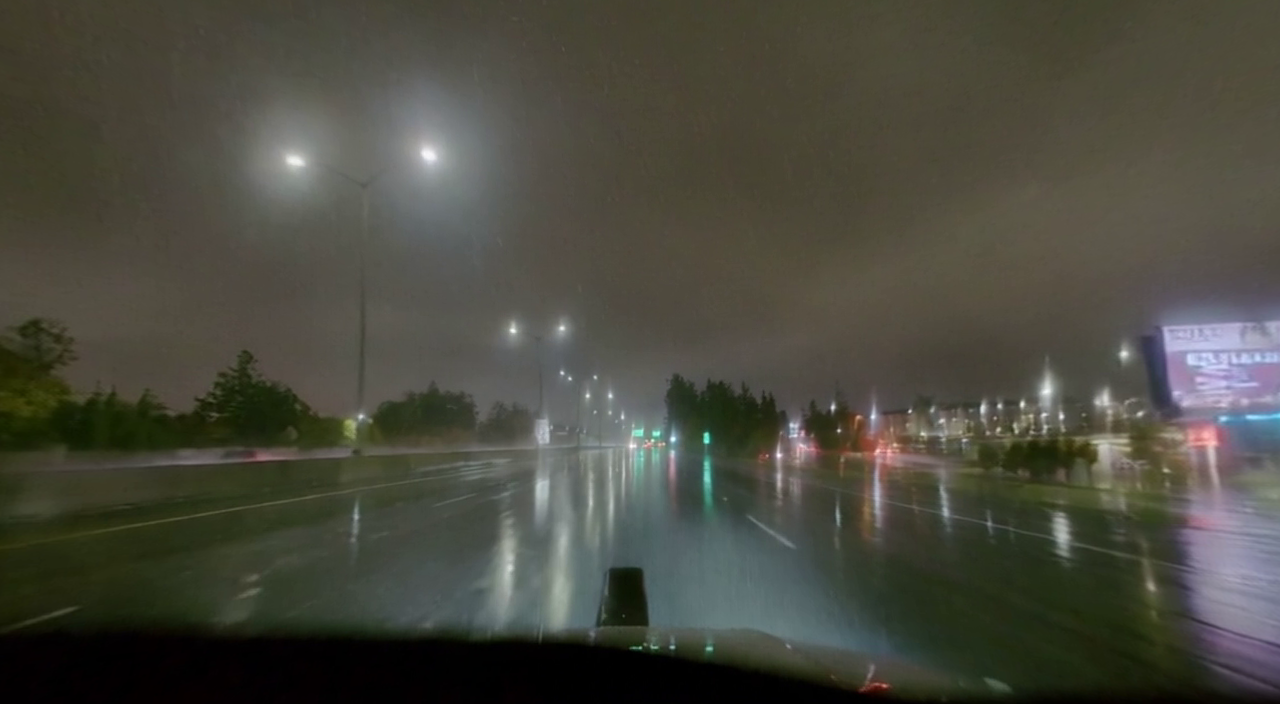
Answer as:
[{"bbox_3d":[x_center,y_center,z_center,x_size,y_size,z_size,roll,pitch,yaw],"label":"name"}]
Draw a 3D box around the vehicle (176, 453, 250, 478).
[{"bbox_3d":[-27.917,7.403,41.432,1.769,1.485,4.336,0,-8,1],"label":"vehicle"}]
